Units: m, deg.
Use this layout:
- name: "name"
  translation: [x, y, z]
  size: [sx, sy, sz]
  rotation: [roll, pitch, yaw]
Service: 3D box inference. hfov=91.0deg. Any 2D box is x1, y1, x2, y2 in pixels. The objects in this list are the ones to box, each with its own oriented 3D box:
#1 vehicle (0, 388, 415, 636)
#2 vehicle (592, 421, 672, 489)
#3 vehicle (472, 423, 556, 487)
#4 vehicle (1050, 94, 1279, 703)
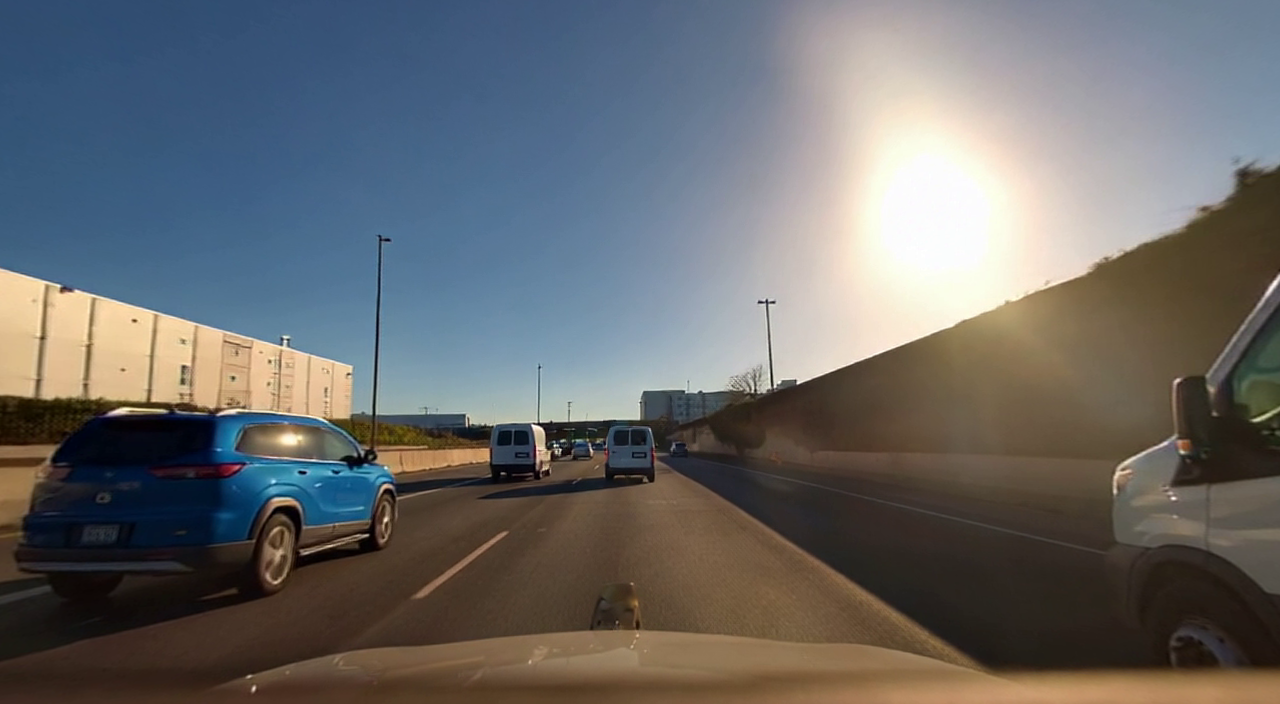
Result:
- name: "vehicle"
  translation: [-4.117, 1.414, 6.593]
  size: [1.972, 1.703, 4.333]
  rotation: [0, -8, -1]
- name: "vehicle"
  translation: [-0.292, 3.285, 20.354]
  size: [2.304, 1.925, 4.282]
  rotation: [0, -8, -2]
- name: "vehicle"
  translation: [-4.182, 3.502, 21.673]
  size: [2.038, 1.936, 4.300]
  rotation: [0, -8, -1]
- name: "vehicle"
  translation: [3.939, 0.018, 1.090]
  size: [2.427, 2.652, 5.769]
  rotation: [0, -8, -1]
